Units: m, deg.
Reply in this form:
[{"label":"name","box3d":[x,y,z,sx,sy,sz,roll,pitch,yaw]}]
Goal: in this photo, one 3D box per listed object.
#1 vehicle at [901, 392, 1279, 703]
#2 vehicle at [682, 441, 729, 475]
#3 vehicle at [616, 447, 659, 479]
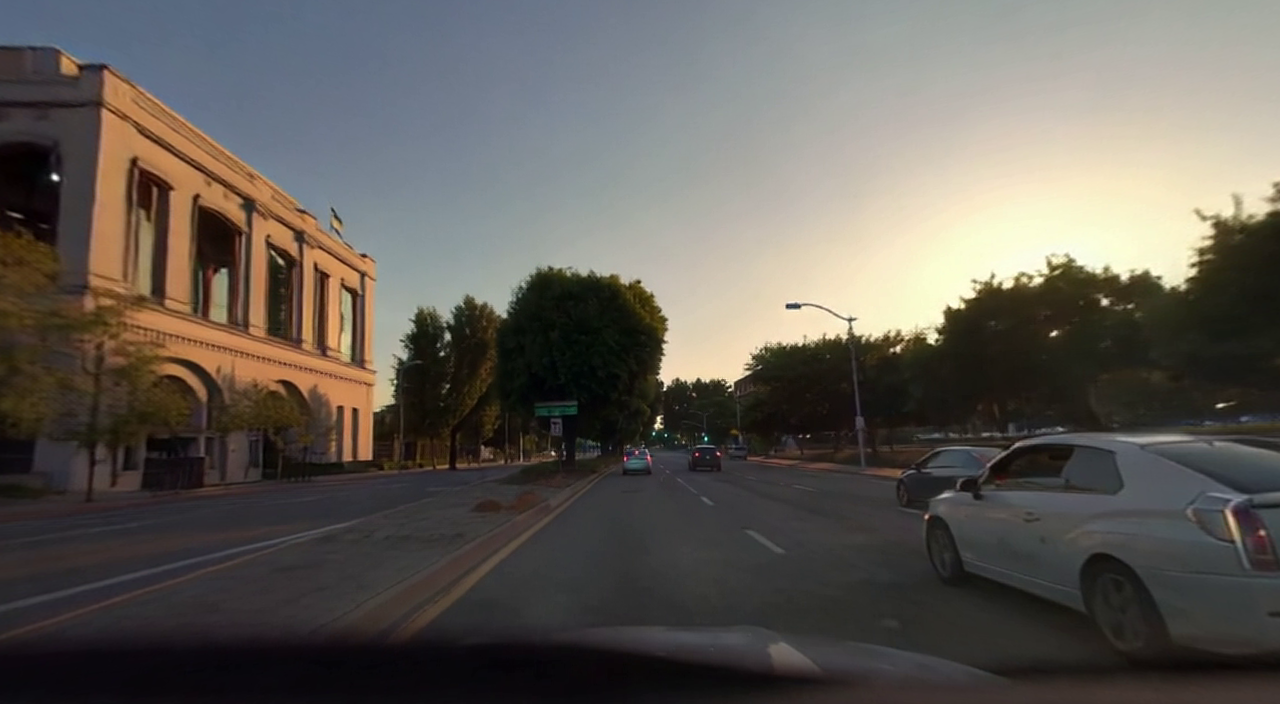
[{"label":"vehicle","box3d":[3.656,1.210,4.445,1.937,1.538,3.832,-1,-9,-1]},{"label":"vehicle","box3d":[3.522,5.836,34.955,2.036,1.757,4.300,0,-9,-1]},{"label":"vehicle","box3d":[-0.143,5.587,32.078,2.054,1.446,3.969,-1,-9,-1]}]
